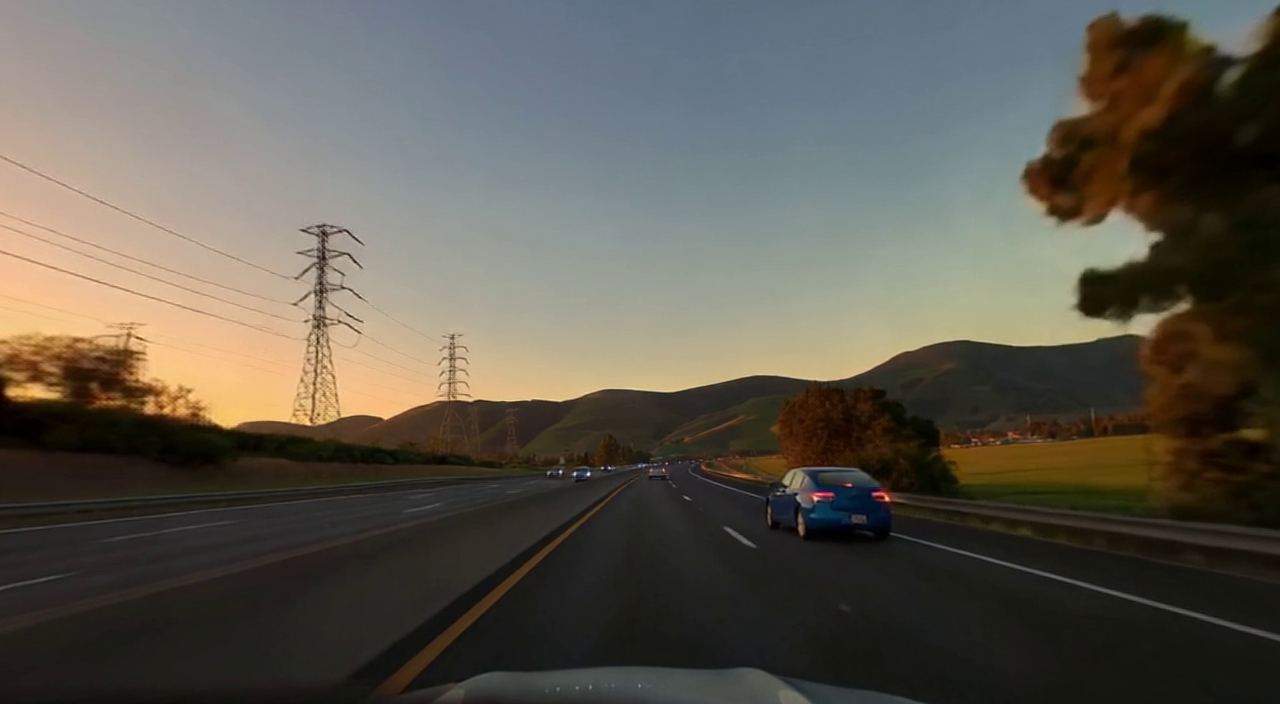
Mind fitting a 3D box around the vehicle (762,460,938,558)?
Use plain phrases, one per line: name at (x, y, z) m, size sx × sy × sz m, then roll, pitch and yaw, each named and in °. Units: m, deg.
vehicle at (3.758, 2.896, 12.104) m, size 1.985 × 1.521 × 3.904 m, roll 1°, pitch -10°, yaw -1°
